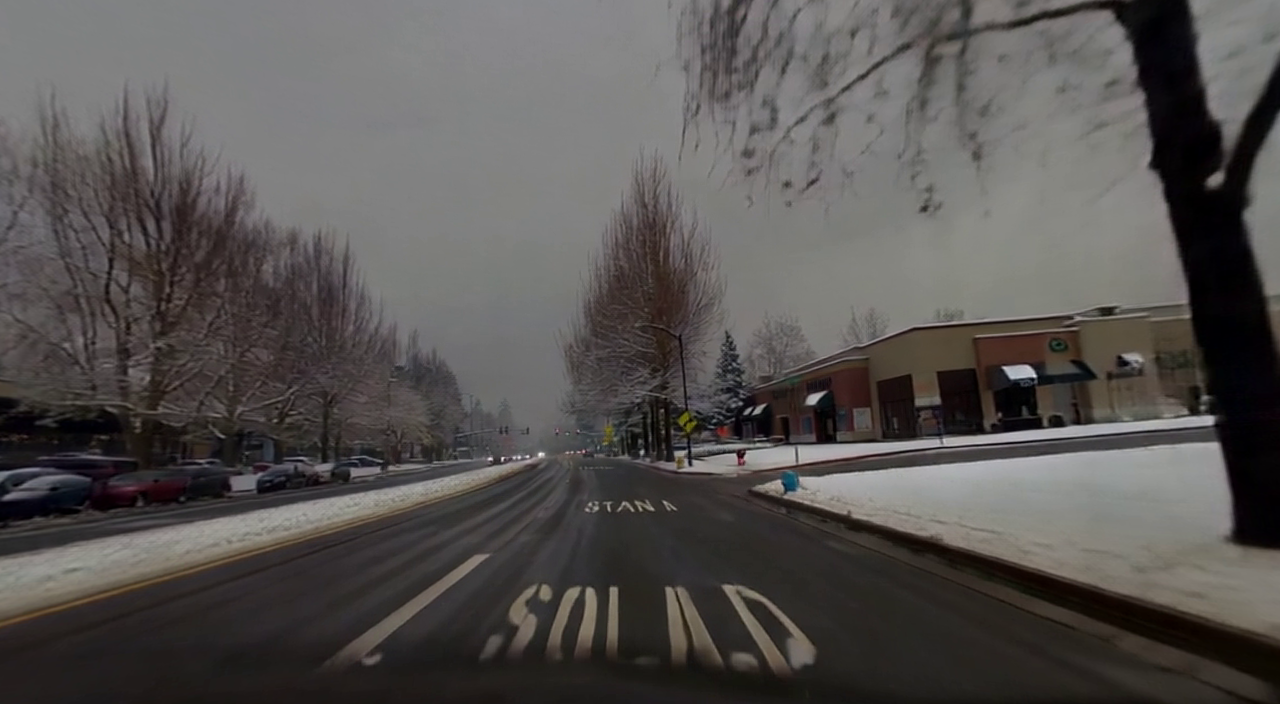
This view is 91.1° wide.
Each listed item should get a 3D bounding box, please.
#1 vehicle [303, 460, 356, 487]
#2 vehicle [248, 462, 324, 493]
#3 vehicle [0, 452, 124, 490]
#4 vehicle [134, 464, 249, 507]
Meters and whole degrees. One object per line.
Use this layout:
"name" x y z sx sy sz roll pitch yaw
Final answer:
"vehicle" -20.716 8.077 42.073 1.896 1.495 4.108 -4 -9 -6
"vehicle" -20.035 7.099 35.758 1.887 1.490 4.432 0 -9 -3
"vehicle" -30.031 5.962 31.697 5.746 1.807 2.140 1 -9 -5
"vehicle" -19.208 5.692 27.193 1.956 1.550 4.375 1 -9 -4
